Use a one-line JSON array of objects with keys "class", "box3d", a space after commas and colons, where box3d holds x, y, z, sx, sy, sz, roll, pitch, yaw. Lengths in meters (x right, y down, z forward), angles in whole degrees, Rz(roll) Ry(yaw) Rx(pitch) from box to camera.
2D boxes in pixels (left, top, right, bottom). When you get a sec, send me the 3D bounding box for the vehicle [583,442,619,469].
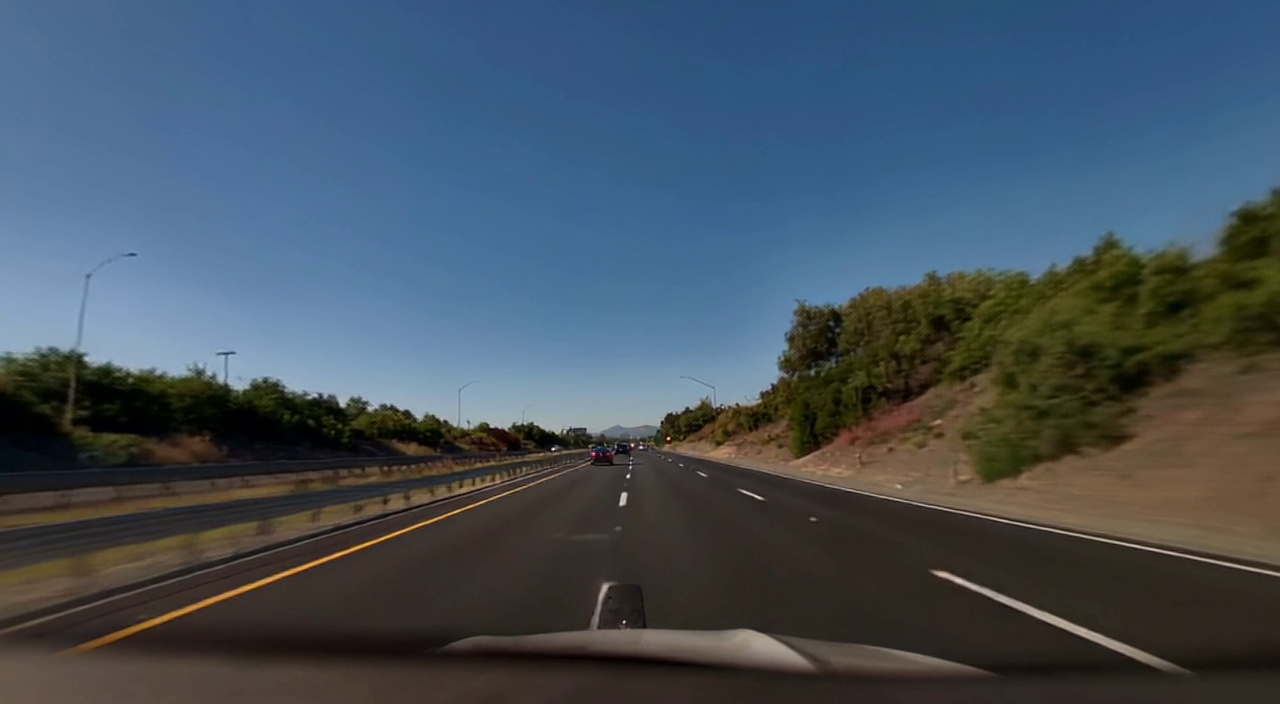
[{"class": "vehicle", "box3d": [-2.264, 6.162, 37.691, 1.991, 1.475, 4.302, 0, -8, -1]}]
